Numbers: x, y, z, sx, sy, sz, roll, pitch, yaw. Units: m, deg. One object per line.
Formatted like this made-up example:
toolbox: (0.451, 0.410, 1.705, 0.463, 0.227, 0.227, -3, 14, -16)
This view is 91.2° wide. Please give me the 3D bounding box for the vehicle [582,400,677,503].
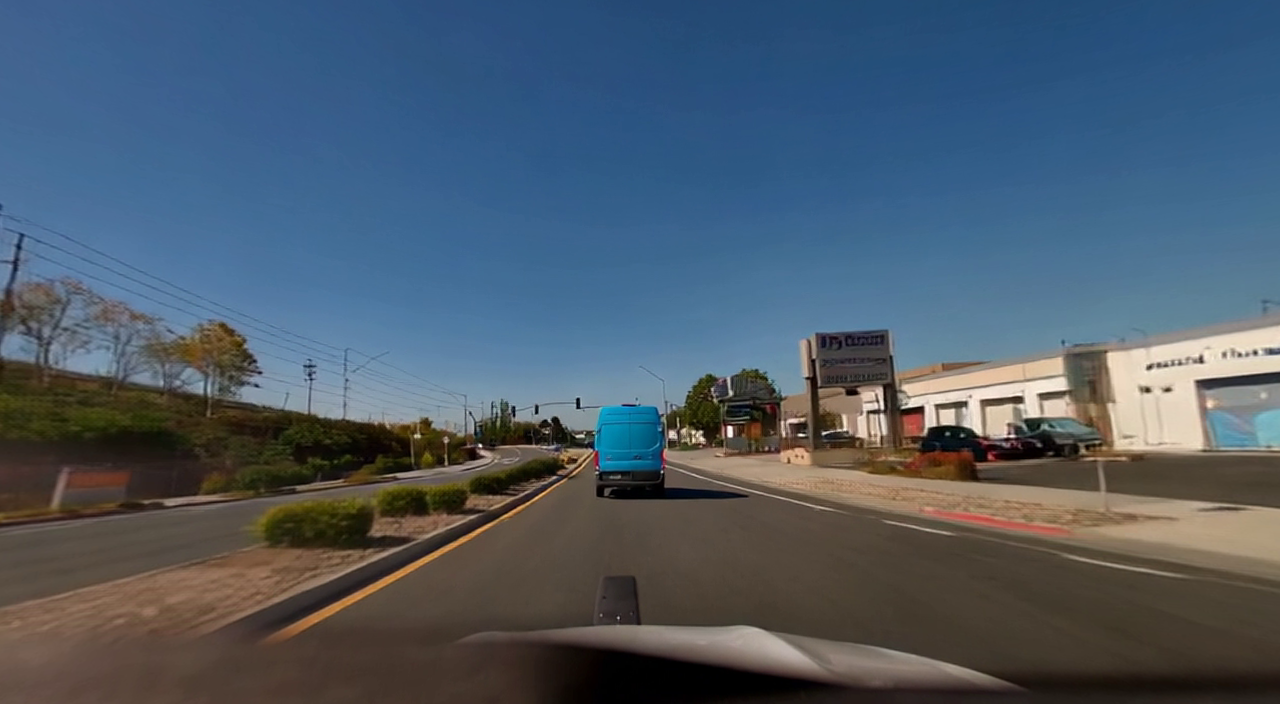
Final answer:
vehicle: (-0.423, 2.987, 19.037, 2.432, 2.624, 5.670, 0, -9, -3)
